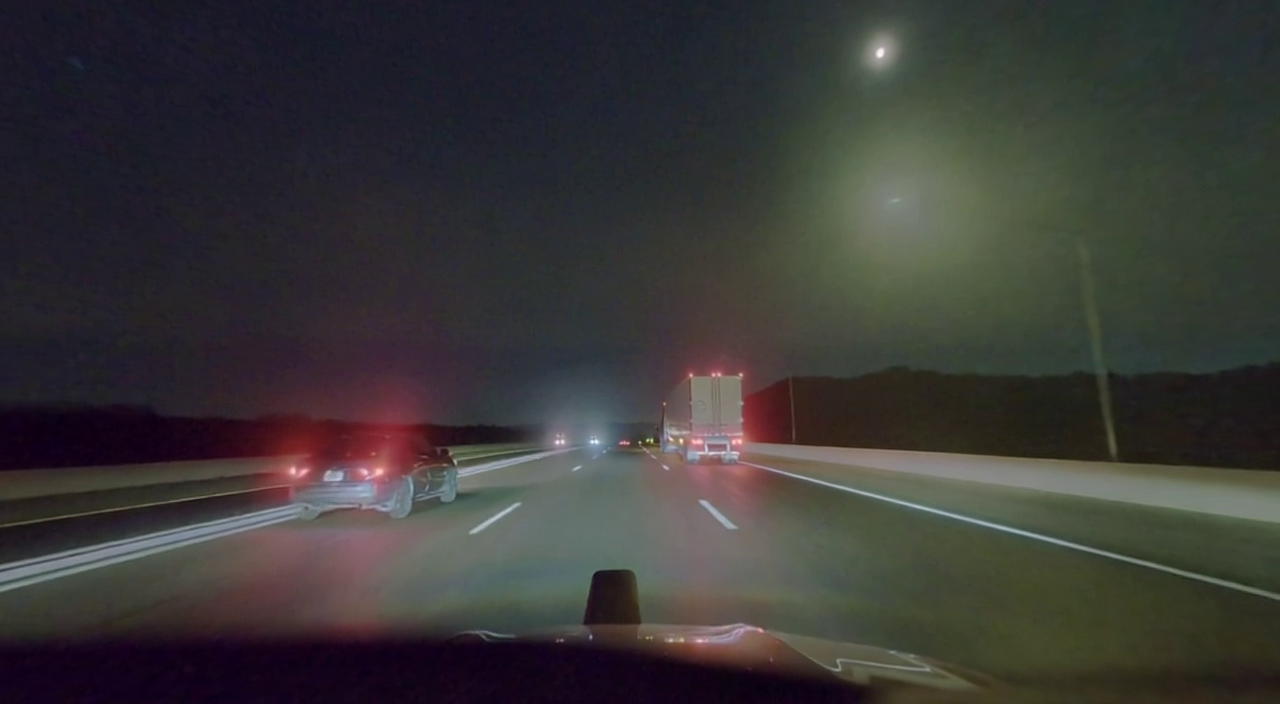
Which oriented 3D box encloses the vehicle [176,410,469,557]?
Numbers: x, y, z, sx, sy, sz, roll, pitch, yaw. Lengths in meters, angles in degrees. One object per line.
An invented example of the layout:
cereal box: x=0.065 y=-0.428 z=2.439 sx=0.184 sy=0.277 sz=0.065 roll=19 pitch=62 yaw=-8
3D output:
vehicle: x=-4.054 y=1.729 z=9.024 sx=2.044 sy=1.604 sz=4.144 roll=0 pitch=-8 yaw=0

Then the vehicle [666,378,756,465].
vehicle: x=3.762 y=4.507 z=39.026 sx=3.144 sy=4.168 sz=17.594 roll=0 pitch=-8 yaw=-1
